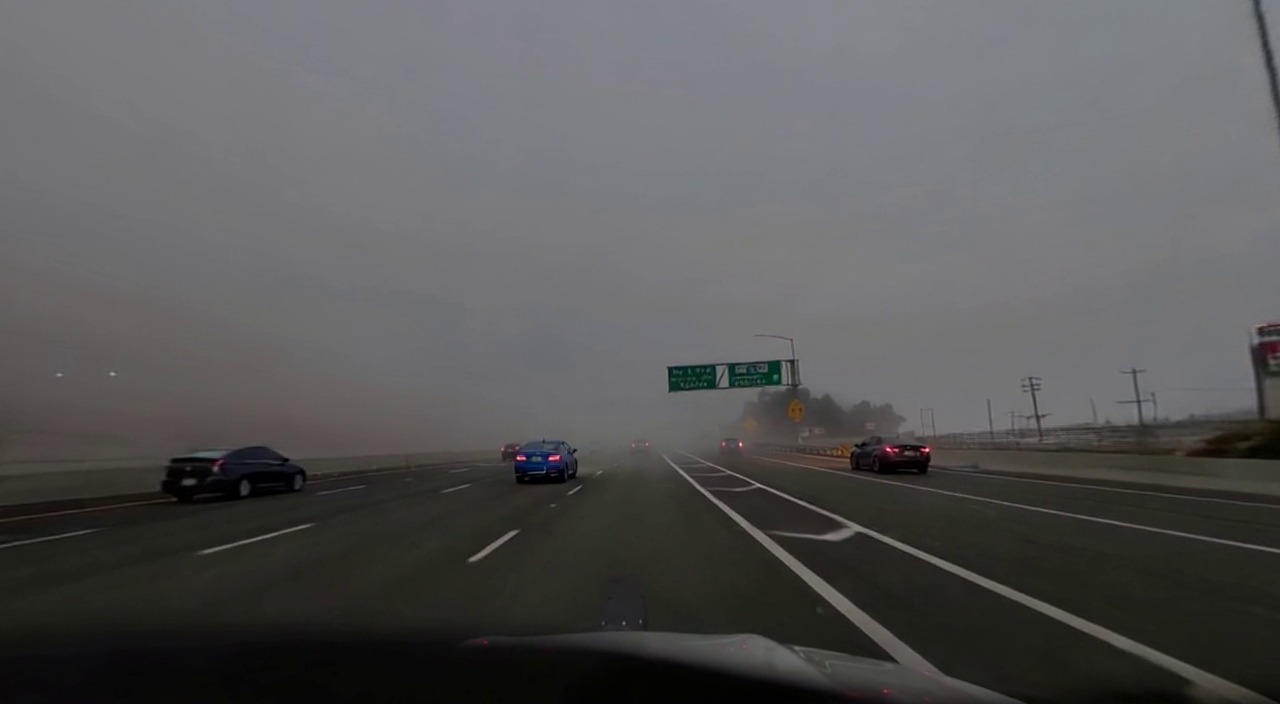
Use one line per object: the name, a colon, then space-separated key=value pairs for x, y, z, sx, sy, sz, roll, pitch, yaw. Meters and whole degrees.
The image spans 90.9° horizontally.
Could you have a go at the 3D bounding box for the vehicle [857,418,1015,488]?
vehicle: x=7.912 y=2.751 z=17.485 sx=2.122 sy=1.646 sz=4.491 roll=-1 pitch=-8 yaw=-1

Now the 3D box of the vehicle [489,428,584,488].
vehicle: x=-3.297 y=3.514 z=21.249 sx=2.210 sy=1.730 sz=5.133 roll=-1 pitch=-8 yaw=1

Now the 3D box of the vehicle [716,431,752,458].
vehicle: x=6.860 y=6.828 z=46.629 sx=2.172 sy=1.824 sz=5.031 roll=-1 pitch=-8 yaw=3

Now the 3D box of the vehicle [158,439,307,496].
vehicle: x=-13.987 y=3.952 z=22.081 sx=2.049 sy=1.707 sz=4.743 roll=-1 pitch=-8 yaw=0
